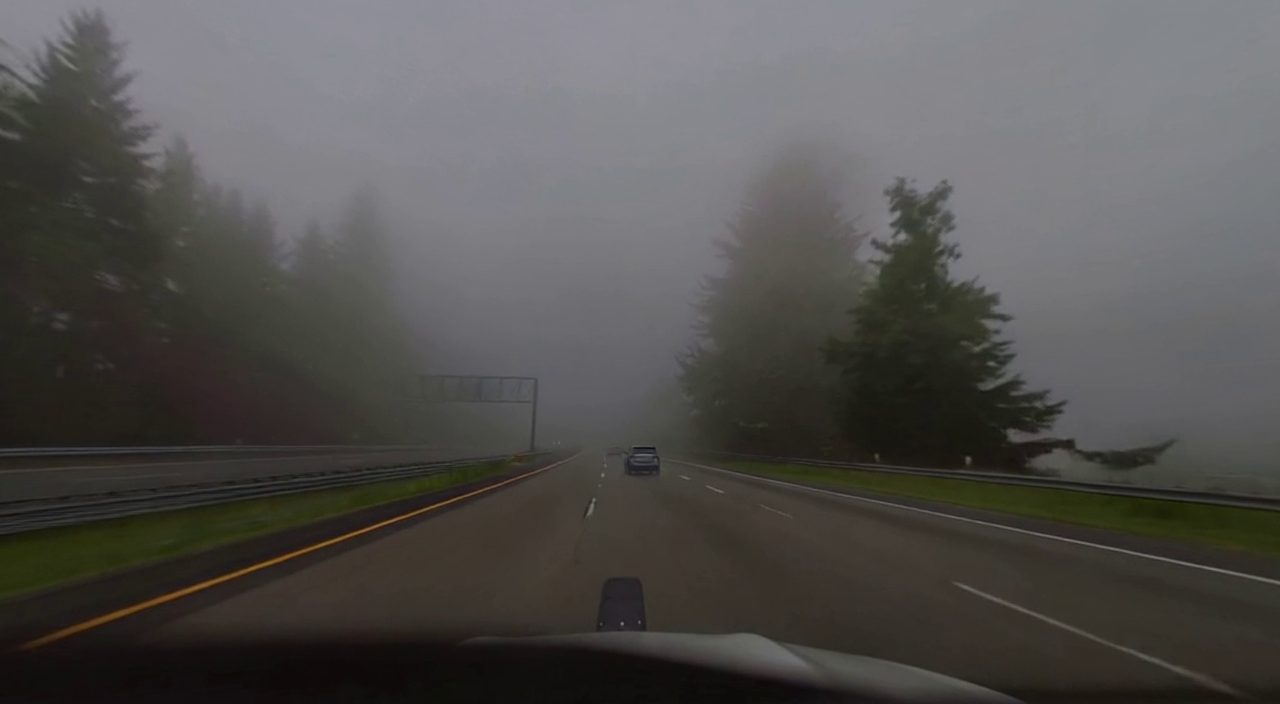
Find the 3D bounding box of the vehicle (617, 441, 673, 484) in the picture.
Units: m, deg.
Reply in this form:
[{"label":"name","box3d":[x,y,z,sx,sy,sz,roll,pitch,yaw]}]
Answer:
[{"label":"vehicle","box3d":[0.113,4.421,25.471,2.011,1.590,3.607,1,-9,-4]}]
